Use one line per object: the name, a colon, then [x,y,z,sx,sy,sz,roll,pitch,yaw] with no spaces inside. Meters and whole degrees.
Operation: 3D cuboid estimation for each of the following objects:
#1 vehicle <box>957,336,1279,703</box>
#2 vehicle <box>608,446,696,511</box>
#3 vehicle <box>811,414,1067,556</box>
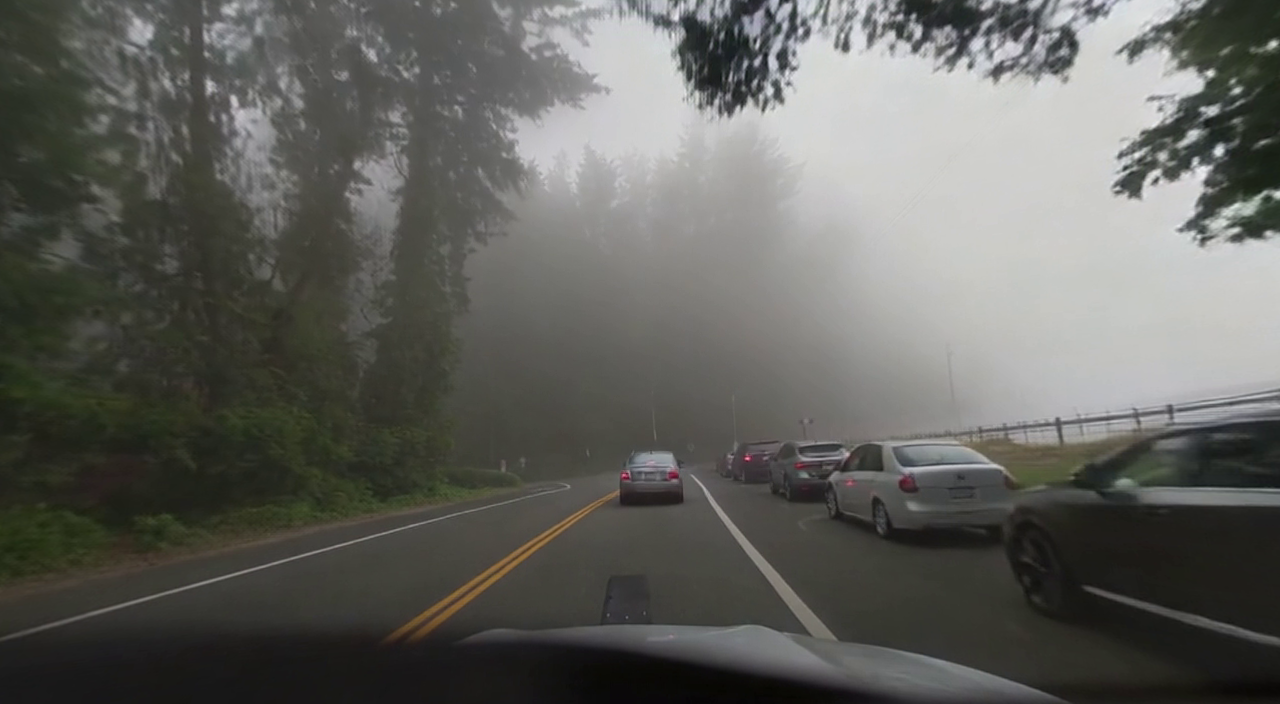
vehicle: [3.932,0.915,3.337,2.066,1.804,4.751,0,-9,1]
vehicle: [0.335,3.317,17.043,2.078,1.521,4.058,0,-9,2]
vehicle: [4.337,2.007,10.163,1.969,1.738,4.515,0,-9,1]
